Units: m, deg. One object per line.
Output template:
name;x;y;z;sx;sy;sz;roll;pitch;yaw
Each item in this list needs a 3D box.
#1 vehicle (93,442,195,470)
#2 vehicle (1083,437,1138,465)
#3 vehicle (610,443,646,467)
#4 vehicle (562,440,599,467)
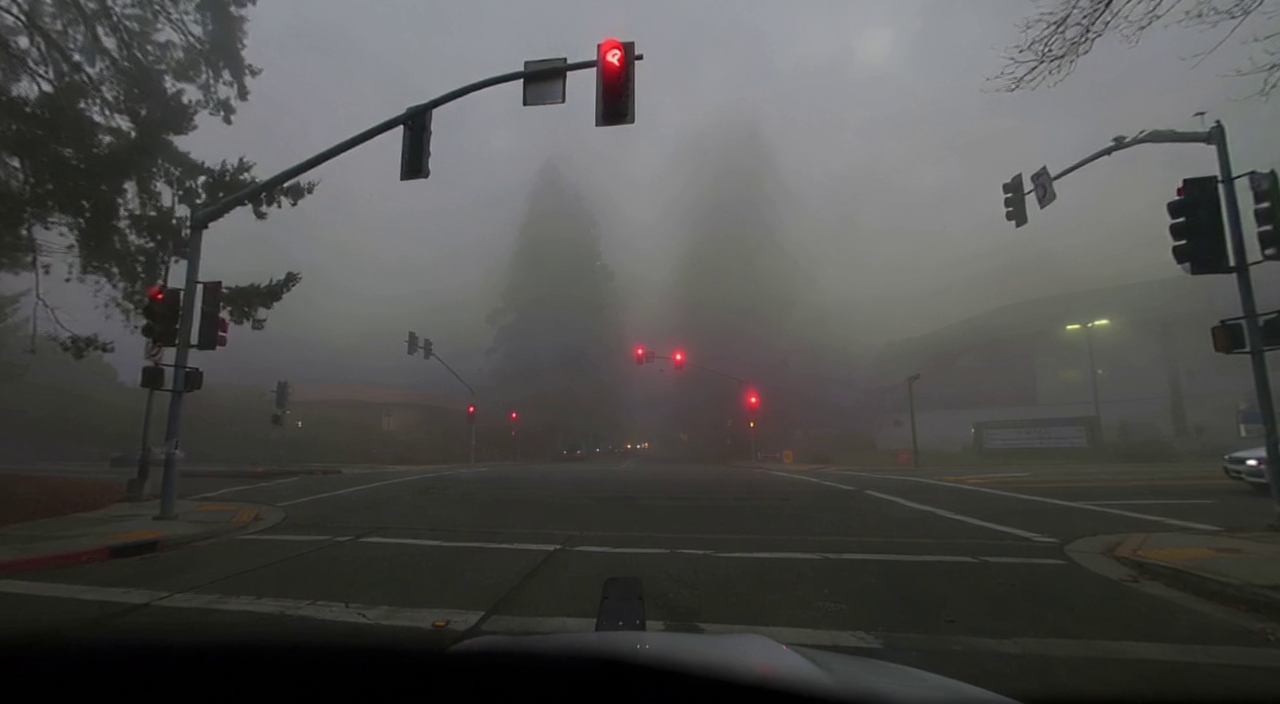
vehicle;-27.760;5.828;35.410;4.588;1.484;2.000;-3;-9;15
vehicle;26.965;5.655;36.147;2.092;1.474;4.046;-8;-11;41
vehicle;-0.867;6.846;42.099;2.056;1.492;3.937;1;-9;-6
vehicle;-4.110;7.103;44.264;2.251;1.756;4.610;0;-9;-1
